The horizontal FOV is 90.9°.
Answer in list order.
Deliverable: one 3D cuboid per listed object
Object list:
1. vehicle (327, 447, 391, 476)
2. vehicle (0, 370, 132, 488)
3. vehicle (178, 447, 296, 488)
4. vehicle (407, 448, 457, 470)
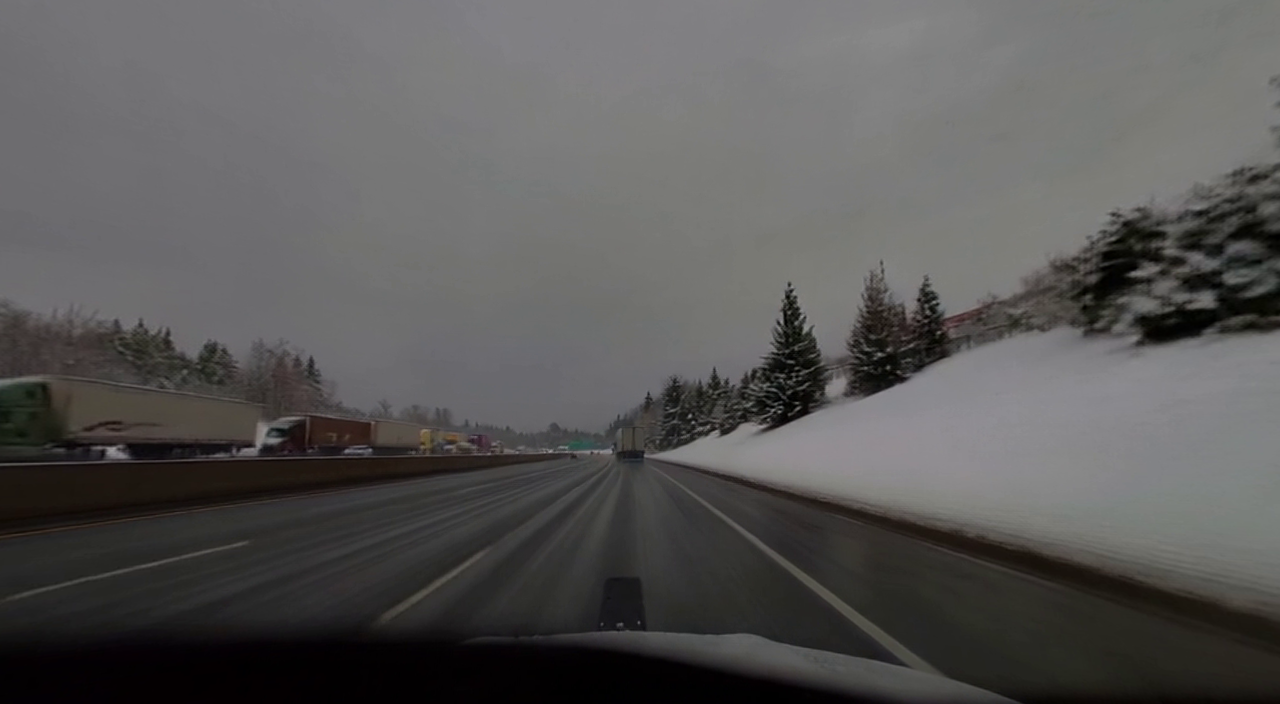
[{"bbox_3d":[-15.404,6.025,34.791,1.699,1.513,3.748,0,-9,1],"label":"vehicle"},{"bbox_3d":[-23.359,2.891,23.082,3.012,3.968,7.683,0,-9,-1],"label":"vehicle"},{"bbox_3d":[-15.759,4.516,24.947,1.884,1.436,4.220,0,-9,-1],"label":"vehicle"},{"bbox_3d":[-15.563,8.034,47.445,2.155,1.506,4.541,0,-9,0],"label":"vehicle"}]
